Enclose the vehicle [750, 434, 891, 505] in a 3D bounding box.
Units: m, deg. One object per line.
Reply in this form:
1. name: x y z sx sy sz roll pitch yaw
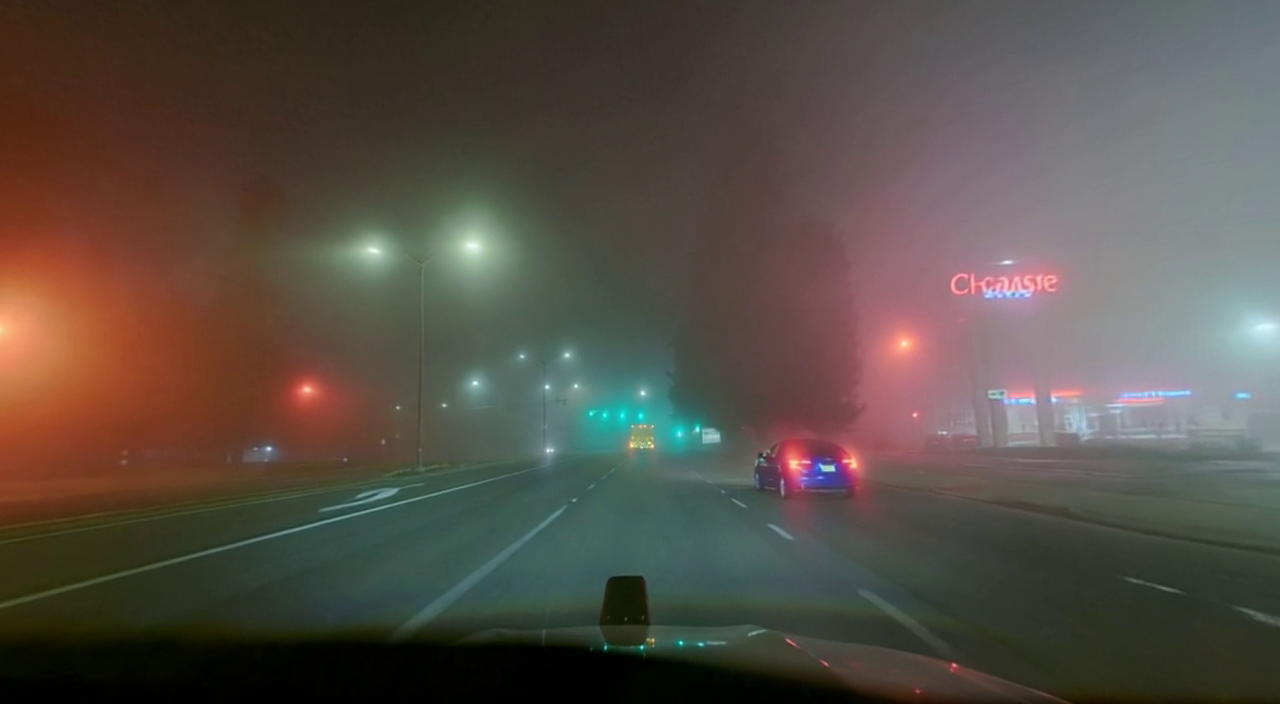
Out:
1. vehicle: 4.182 2.801 15.548 2.005 1.442 4.675 0 -8 -1
